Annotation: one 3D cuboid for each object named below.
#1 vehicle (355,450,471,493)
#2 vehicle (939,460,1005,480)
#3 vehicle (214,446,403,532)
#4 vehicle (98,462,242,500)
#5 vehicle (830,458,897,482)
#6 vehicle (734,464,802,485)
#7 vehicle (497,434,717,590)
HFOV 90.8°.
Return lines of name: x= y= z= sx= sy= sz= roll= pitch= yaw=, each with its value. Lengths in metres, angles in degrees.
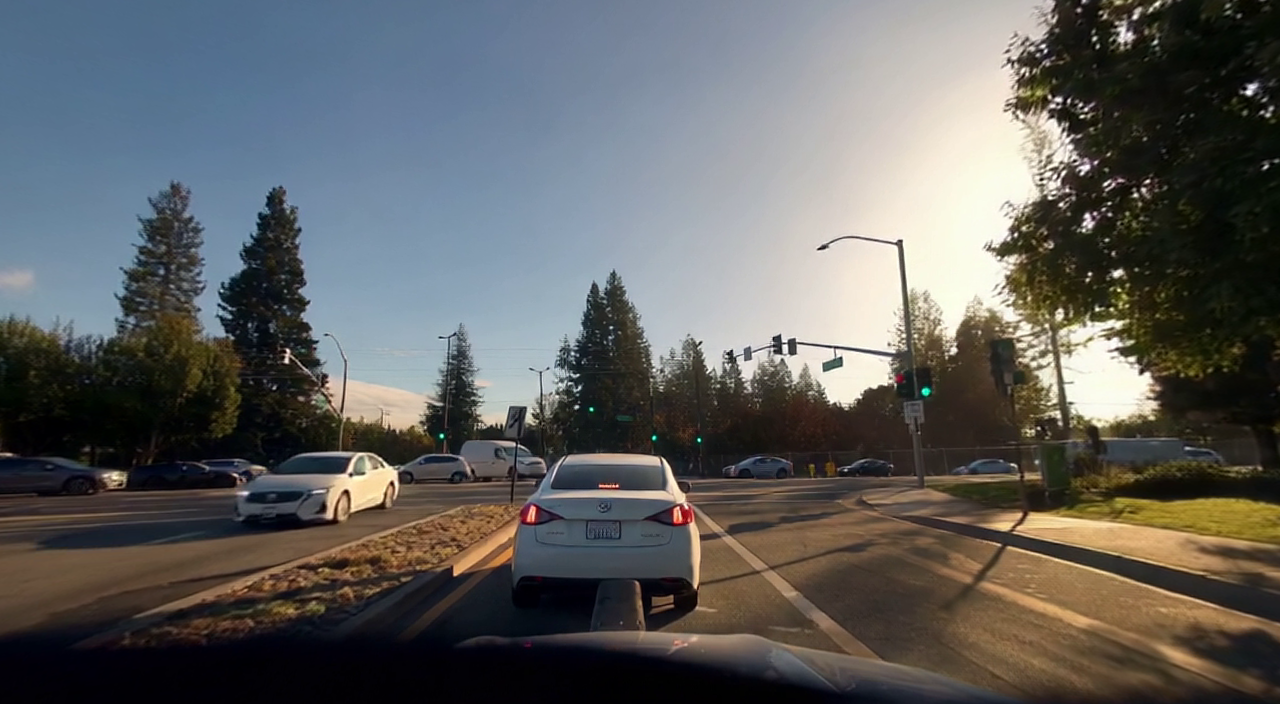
vehicle: x=-11.730 y=6.096 z=32.691 sx=5.500 sy=2.012 sz=2.201 roll=-4 pitch=-9 yaw=22
vehicle: x=25.945 y=9.192 z=49.365 sx=4.358 sy=1.471 sz=1.875 roll=2 pitch=-9 yaw=-16
vehicle: x=-6.925 y=2.846 z=13.902 sx=2.078 sy=1.534 sz=4.646 roll=1 pitch=-9 yaw=-7
vehicle: x=-20.131 y=5.539 z=27.267 sx=4.548 sy=1.449 sz=1.802 roll=2 pitch=-9 yaw=-13
vehicle: x=16.469 y=8.704 z=46.661 sx=4.337 sy=1.637 sz=1.860 roll=2 pitch=-9 yaw=-16
vehicle: x=9.045 y=8.620 z=44.649 sx=4.254 sy=1.359 sz=1.895 roll=2 pitch=-9 yaw=-16
vehicle: x=-0.358 y=1.857 z=8.267 sx=2.112 sy=1.479 sz=4.264 roll=0 pitch=-8 yaw=-1
